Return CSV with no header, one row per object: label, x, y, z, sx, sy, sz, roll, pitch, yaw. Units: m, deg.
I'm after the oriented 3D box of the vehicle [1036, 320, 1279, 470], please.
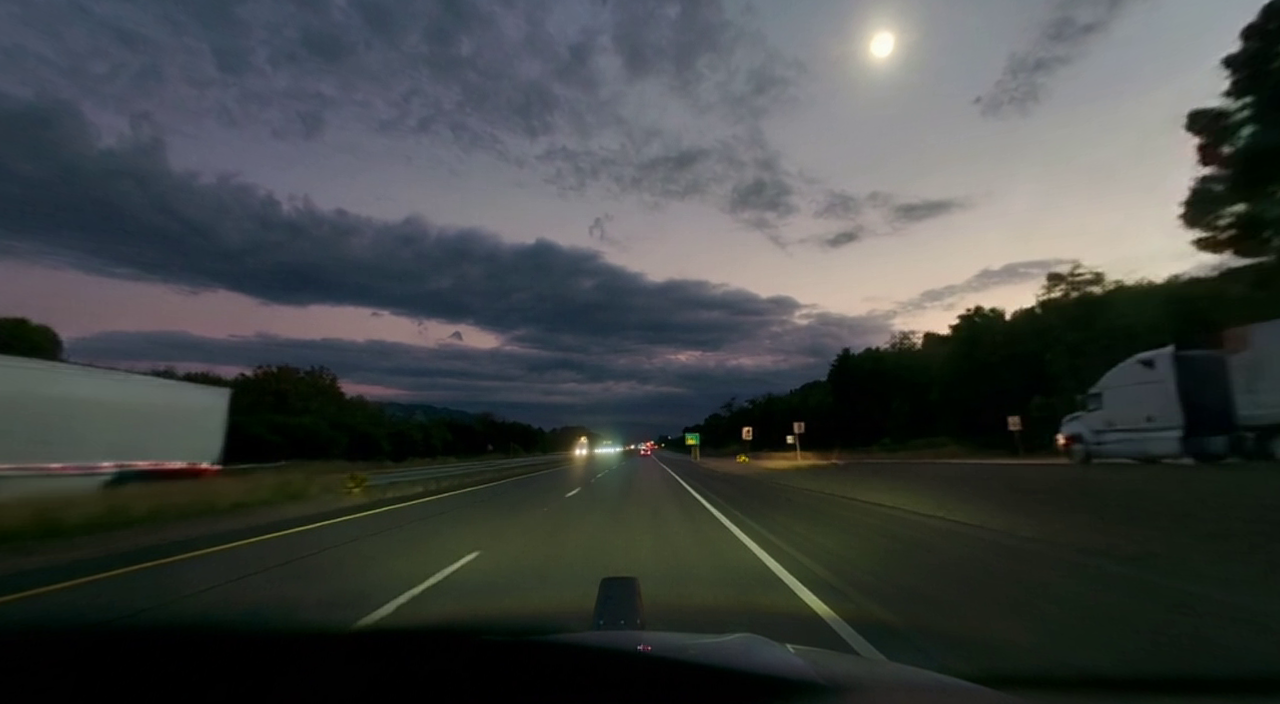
vehicle,18.209,1.705,20.304,3.038,3.945,10.598,1,-9,-6
